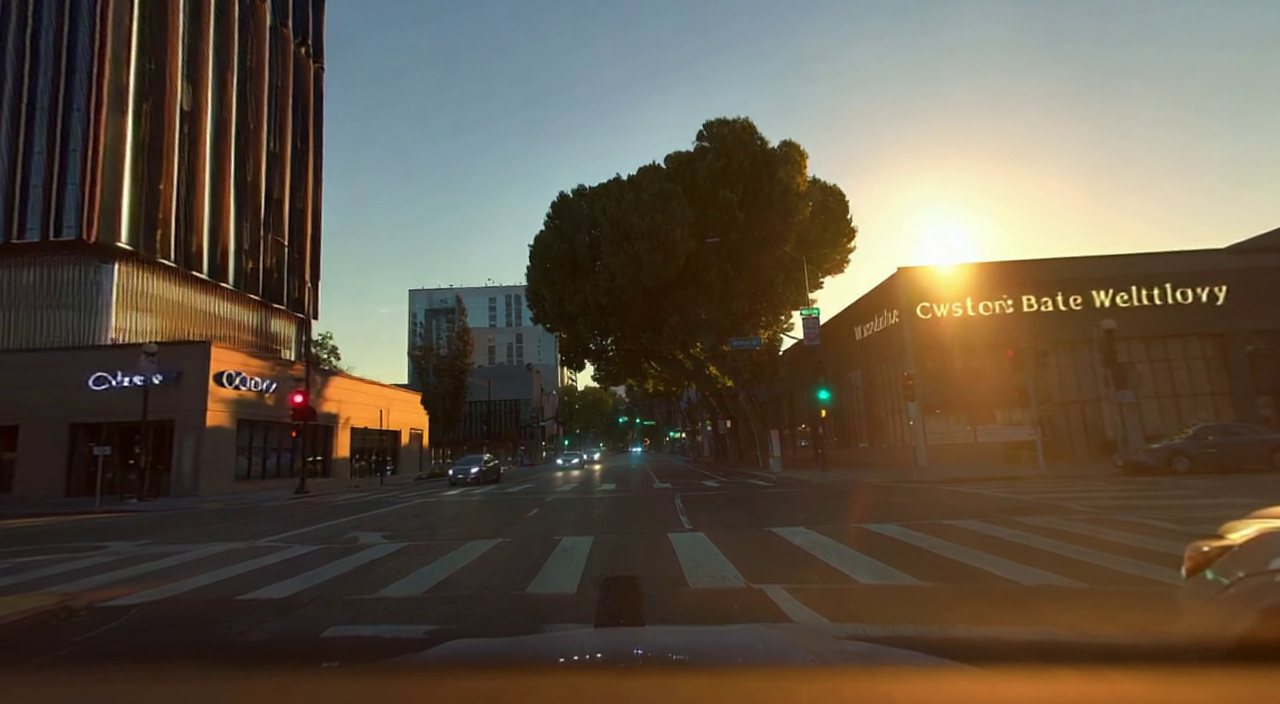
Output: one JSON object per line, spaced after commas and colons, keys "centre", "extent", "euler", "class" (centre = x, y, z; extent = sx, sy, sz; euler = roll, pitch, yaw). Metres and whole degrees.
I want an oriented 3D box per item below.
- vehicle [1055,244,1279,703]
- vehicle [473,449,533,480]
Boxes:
{"centre": [2.601, 0.417, 0.114], "extent": [2.058, 1.793, 4.429], "euler": [0, -9, 1], "class": "vehicle"}
{"centre": [-6.965, 5.766, 32.574], "extent": [1.893, 1.451, 4.276], "euler": [-1, -9, 3], "class": "vehicle"}
